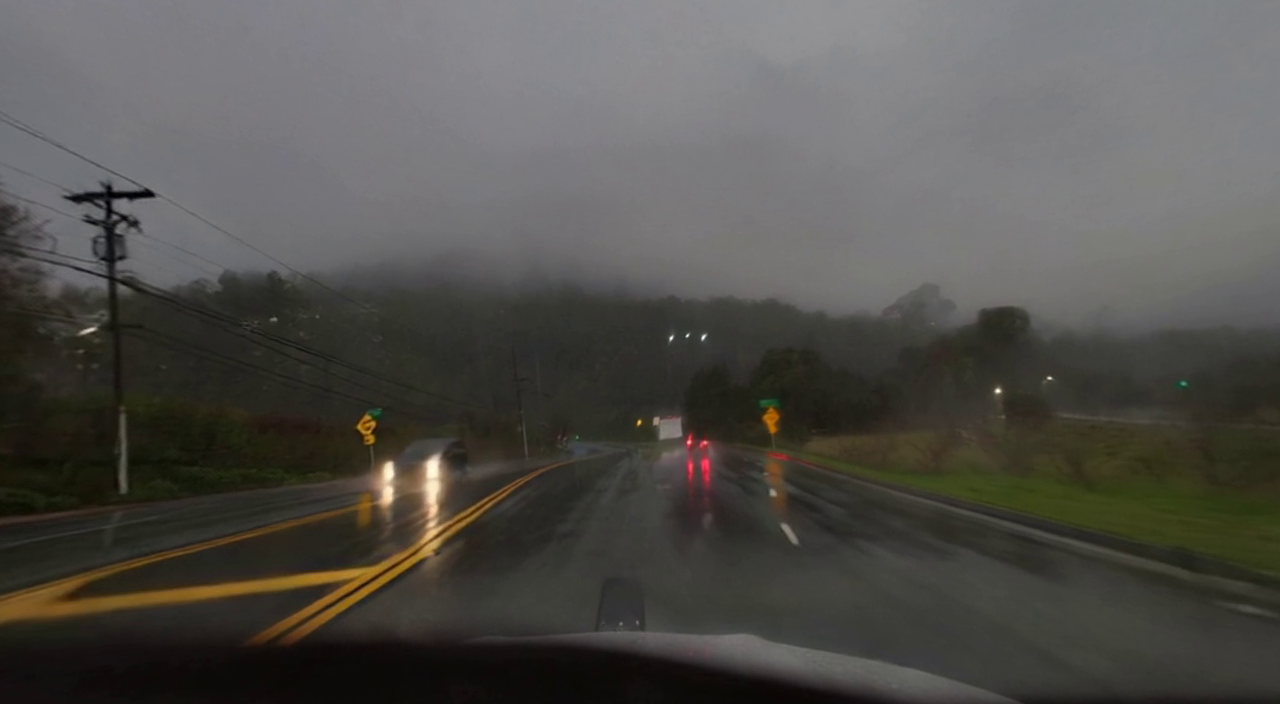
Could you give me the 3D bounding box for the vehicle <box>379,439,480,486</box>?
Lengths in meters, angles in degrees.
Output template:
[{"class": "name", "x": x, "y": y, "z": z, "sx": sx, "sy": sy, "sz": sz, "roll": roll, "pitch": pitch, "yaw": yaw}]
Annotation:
[{"class": "vehicle", "x": -7.257, "y": 3.847, "z": 22.304, "sx": 1.909, "sy": 1.467, "sz": 4.579, "roll": -1, "pitch": -9, "yaw": 1}]
